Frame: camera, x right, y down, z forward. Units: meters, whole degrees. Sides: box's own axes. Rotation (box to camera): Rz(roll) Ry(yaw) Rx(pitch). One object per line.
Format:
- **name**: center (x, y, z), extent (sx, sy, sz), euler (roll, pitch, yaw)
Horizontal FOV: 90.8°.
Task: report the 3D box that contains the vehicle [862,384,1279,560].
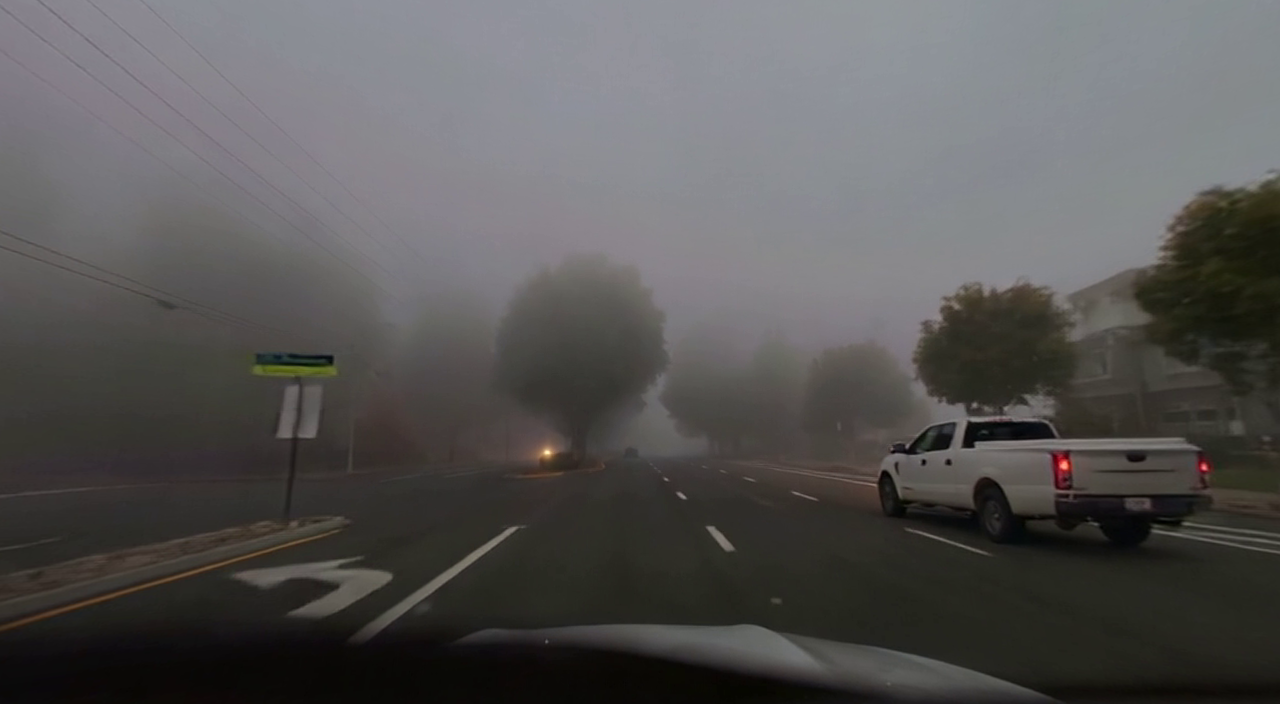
- **vehicle**: center (5.997, 1.786, 10.191), extent (2.493, 1.956, 6.125), euler (0, -8, -1)
